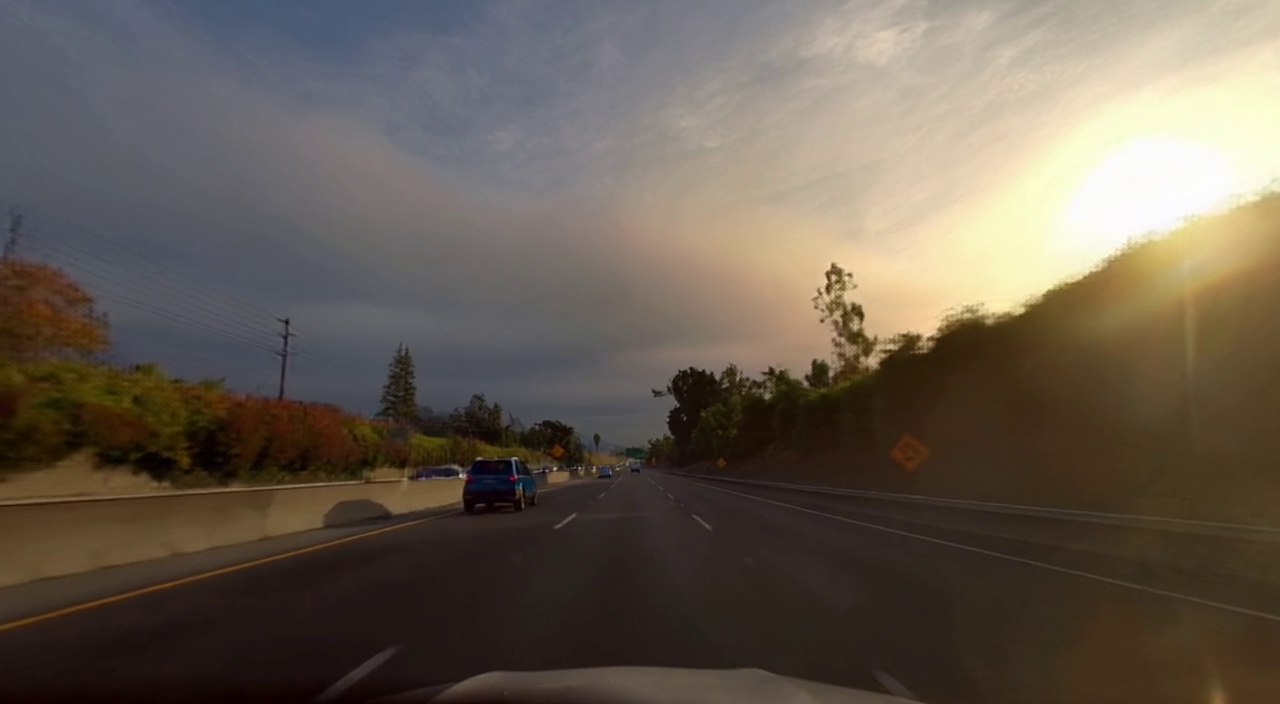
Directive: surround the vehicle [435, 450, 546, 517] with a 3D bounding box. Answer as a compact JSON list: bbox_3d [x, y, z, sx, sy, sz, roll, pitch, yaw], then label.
[{"bbox_3d":[-4.347,3.959,19.238,2.178,1.736,4.847,1,-11,0],"label":"vehicle"}]
